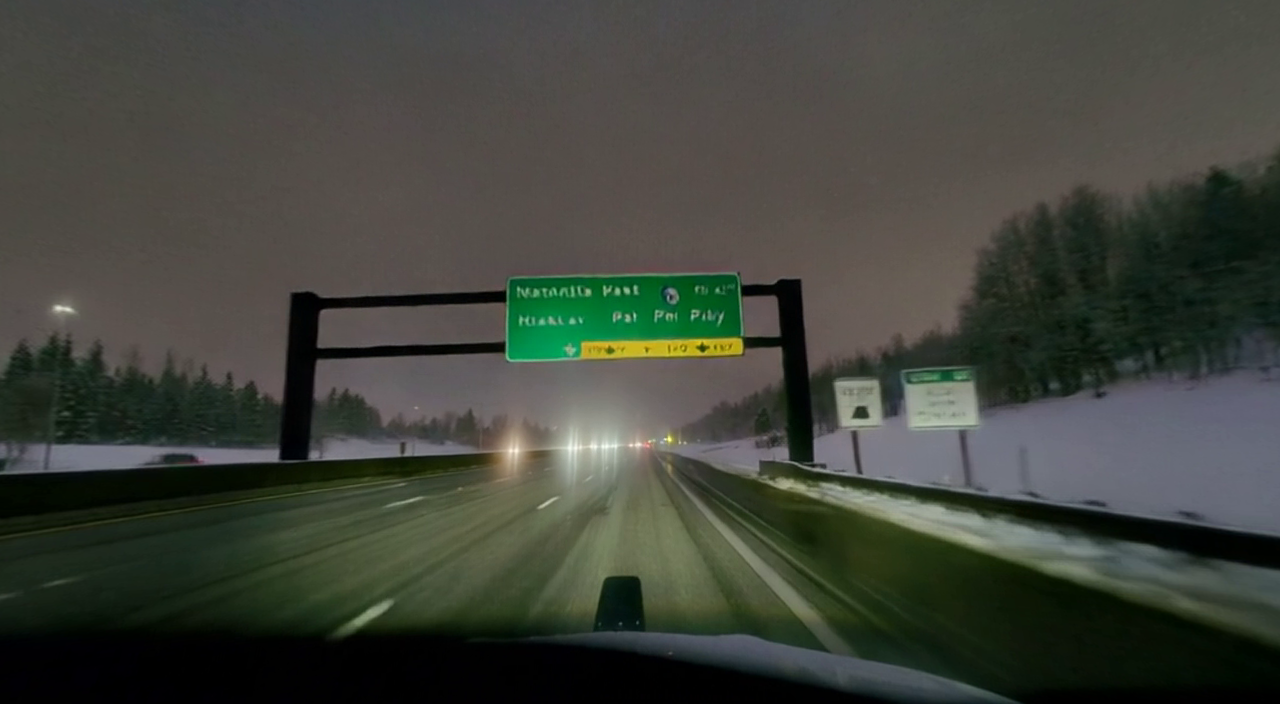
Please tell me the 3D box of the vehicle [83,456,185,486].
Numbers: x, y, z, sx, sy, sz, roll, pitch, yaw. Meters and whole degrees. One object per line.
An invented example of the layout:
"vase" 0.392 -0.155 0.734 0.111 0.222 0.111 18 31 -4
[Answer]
"vehicle" -29.897 7.015 37.442 1.993 1.565 4.728 -1 -9 2
